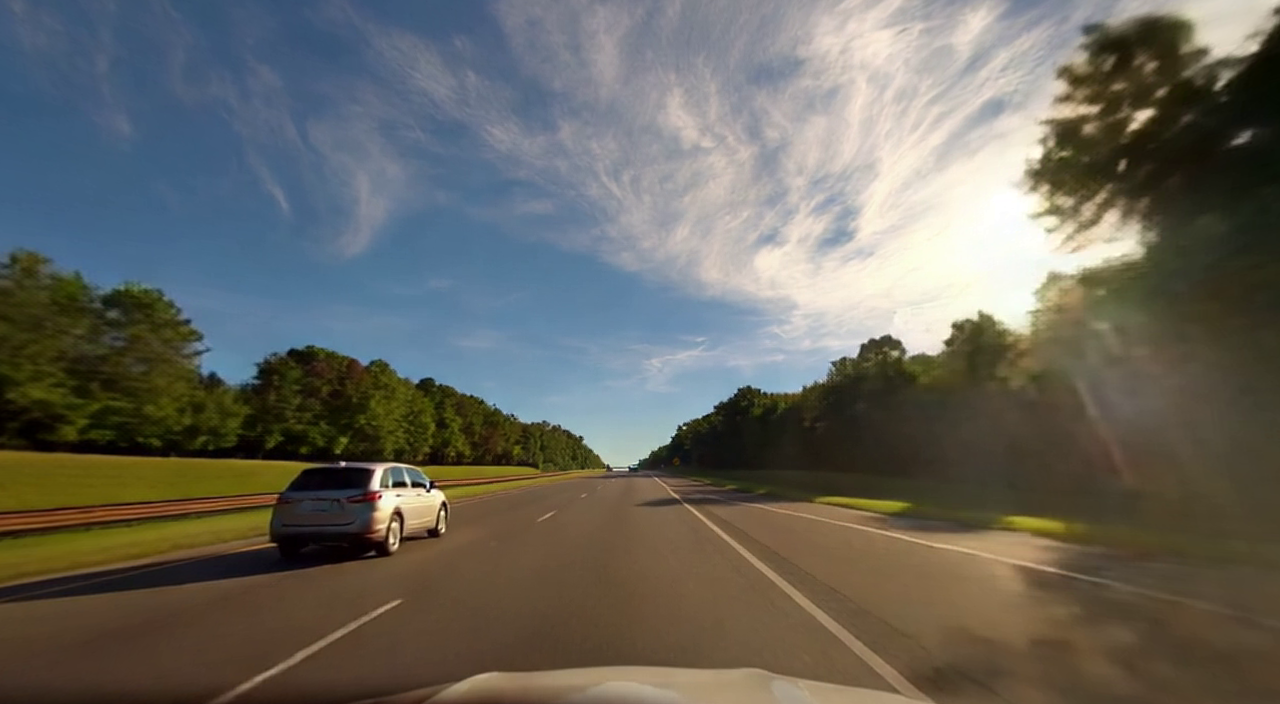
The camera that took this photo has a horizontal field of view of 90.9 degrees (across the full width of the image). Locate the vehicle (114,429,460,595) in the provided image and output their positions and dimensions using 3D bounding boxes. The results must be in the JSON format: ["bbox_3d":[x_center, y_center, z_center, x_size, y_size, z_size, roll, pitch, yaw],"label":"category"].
[{"bbox_3d":[-4.165,2.022,8.681,1.928,1.593,4.871,1,-10,0],"label":"vehicle"}]
